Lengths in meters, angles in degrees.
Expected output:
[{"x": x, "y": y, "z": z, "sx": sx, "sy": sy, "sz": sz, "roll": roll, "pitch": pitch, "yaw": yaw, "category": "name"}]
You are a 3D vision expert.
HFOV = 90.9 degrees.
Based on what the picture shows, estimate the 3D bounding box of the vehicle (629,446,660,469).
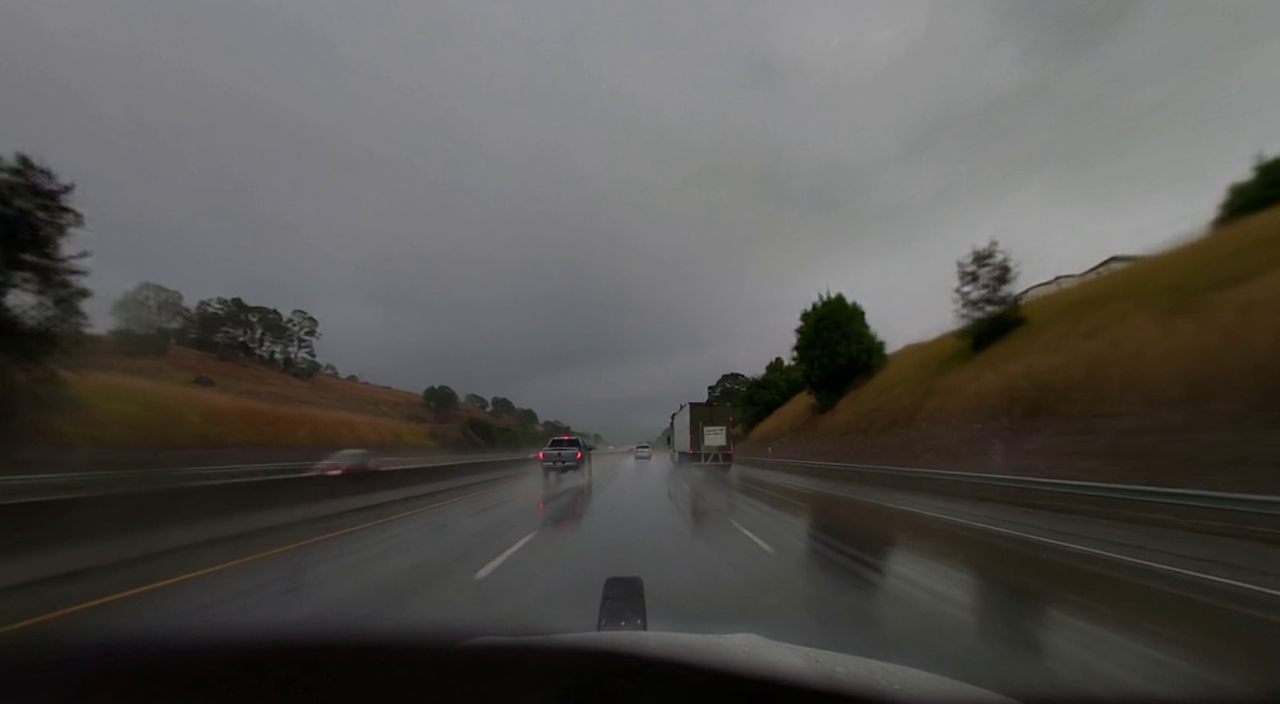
[{"x": 0.288, "y": 7.422, "z": 44.311, "sx": 2.086, "sy": 1.497, "sz": 3.681, "roll": 0, "pitch": -9, "yaw": 0, "category": "vehicle"}]

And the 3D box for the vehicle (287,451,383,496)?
[{"x": -12.471, "y": 4.939, "z": 26.079, "sx": 1.738, "sy": 1.676, "sz": 4.144, "roll": 0, "pitch": -9, "yaw": 2, "category": "vehicle"}]

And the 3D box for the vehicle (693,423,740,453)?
[{"x": 4.121, "y": 4.759, "z": 34.682, "sx": 1.968, "sy": 1.547, "sz": 4.215, "roll": 0, "pitch": -9, "yaw": -1, "category": "vehicle"}]

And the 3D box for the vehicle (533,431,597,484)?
[{"x": -3.097, "y": 4.515, "z": 27.094, "sx": 2.142, "sy": 2.044, "sz": 4.446, "roll": 0, "pitch": -9, "yaw": 1, "category": "vehicle"}]

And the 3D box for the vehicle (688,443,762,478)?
[{"x": 4.228, "y": 5.679, "z": 33.481, "sx": 2.654, "sy": 1.574, "sz": 9.537, "roll": 0, "pitch": -9, "yaw": 0, "category": "vehicle"}]
